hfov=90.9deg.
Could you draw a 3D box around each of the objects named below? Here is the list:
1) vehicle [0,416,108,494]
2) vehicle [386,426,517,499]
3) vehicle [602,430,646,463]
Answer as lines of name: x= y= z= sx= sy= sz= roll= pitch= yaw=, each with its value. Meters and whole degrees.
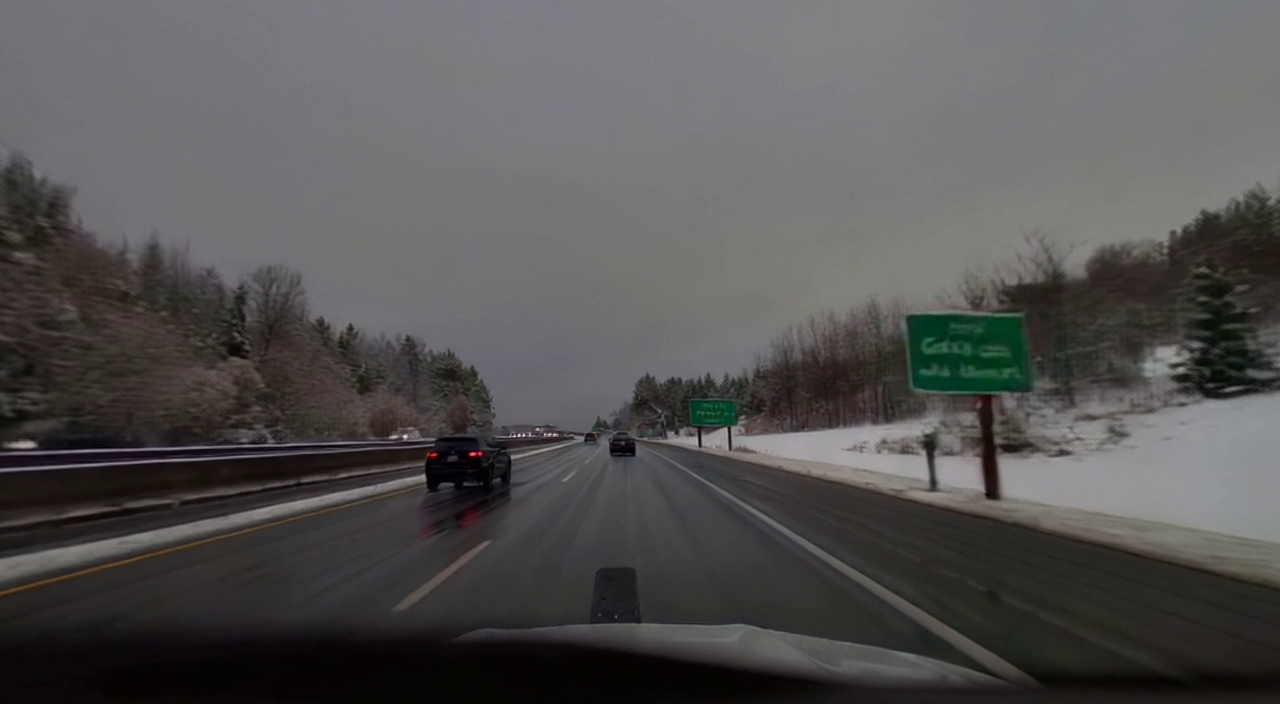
vehicle: x=-12.829 y=1.959 z=12.164 sx=1.833 sy=1.435 sz=3.686 roll=1 pitch=-8 yaw=0
vehicle: x=-4.381 y=2.610 z=15.392 sx=1.975 sy=1.518 sz=4.242 roll=0 pitch=-8 yaw=-1
vehicle: x=-0.849 y=4.958 z=33.321 sx=2.162 sy=1.616 sz=4.242 roll=0 pitch=-8 yaw=-1
